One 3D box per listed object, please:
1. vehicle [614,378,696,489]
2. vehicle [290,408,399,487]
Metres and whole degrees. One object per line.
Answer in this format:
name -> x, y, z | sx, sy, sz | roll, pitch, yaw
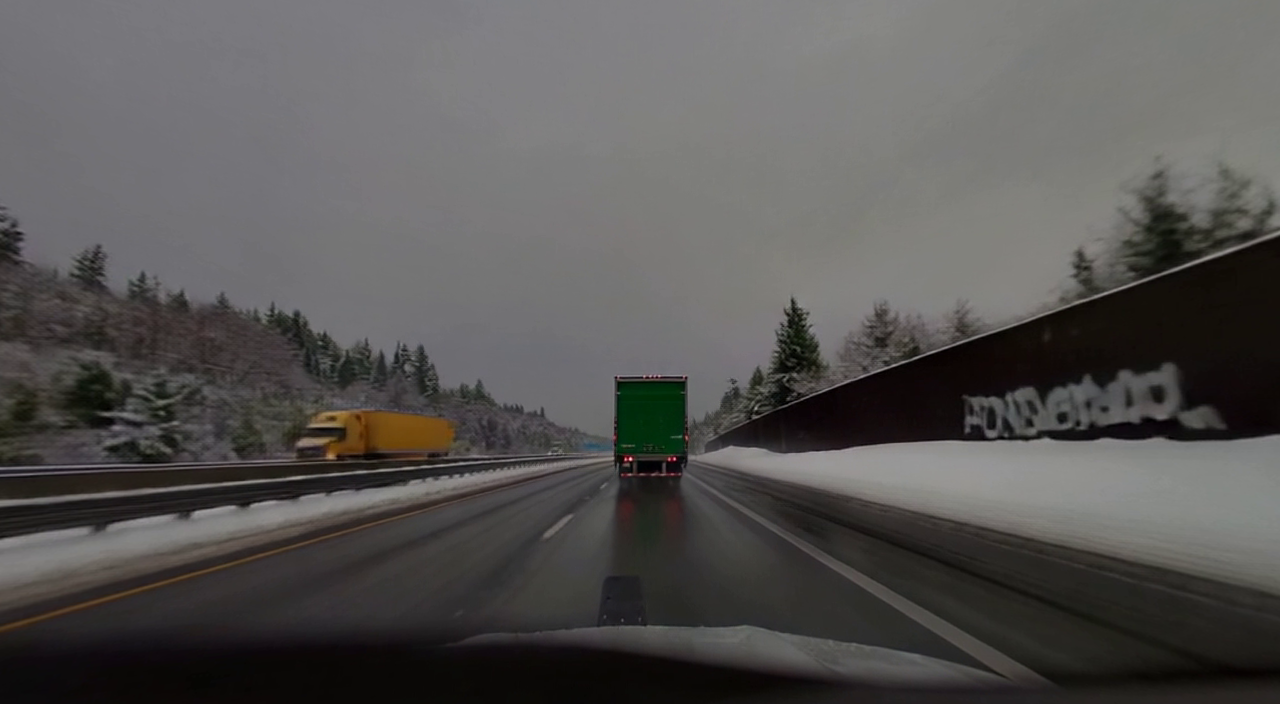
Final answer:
vehicle -> 0.435, 3.677, 27.572 | 2.900, 3.955, 10.151 | 0, -9, -1
vehicle -> -16.064, 5.296, 34.825 | 3.009, 3.980, 5.790 | 0, -9, 1
